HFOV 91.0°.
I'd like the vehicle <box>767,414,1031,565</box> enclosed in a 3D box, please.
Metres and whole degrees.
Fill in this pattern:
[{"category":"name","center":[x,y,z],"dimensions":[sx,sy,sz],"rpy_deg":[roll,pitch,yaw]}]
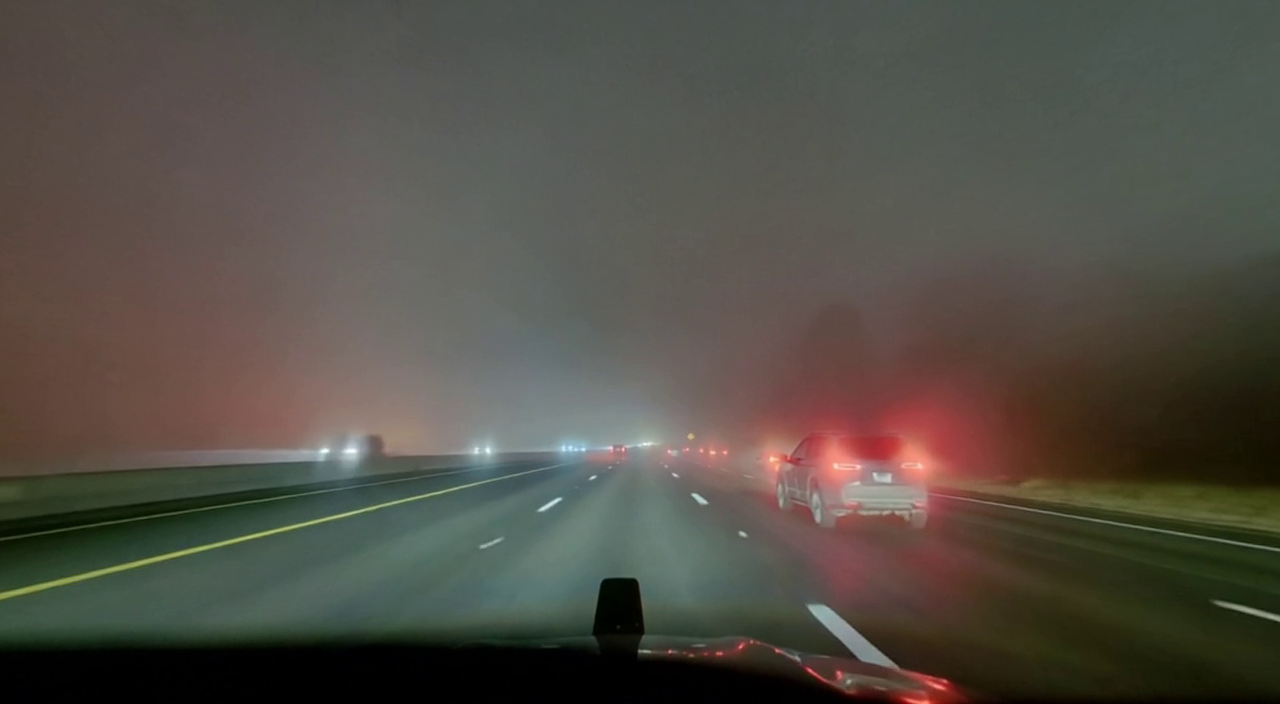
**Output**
[{"category":"vehicle","center":[3.326,1.866,9.194],"dimensions":[2.095,1.668,4.135],"rpy_deg":[0,-9,0]}]

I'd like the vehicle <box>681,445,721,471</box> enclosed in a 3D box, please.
[{"category":"vehicle","center":[3.714,6.518,39.037],"dimensions":[2.047,1.501,4.237],"rpy_deg":[0,-9,0]}]

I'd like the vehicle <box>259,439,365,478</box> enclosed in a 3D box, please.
[{"category":"vehicle","center":[-14.234,4.662,27.713],"dimensions":[1.977,1.535,4.707],"rpy_deg":[0,-9,2]}]
